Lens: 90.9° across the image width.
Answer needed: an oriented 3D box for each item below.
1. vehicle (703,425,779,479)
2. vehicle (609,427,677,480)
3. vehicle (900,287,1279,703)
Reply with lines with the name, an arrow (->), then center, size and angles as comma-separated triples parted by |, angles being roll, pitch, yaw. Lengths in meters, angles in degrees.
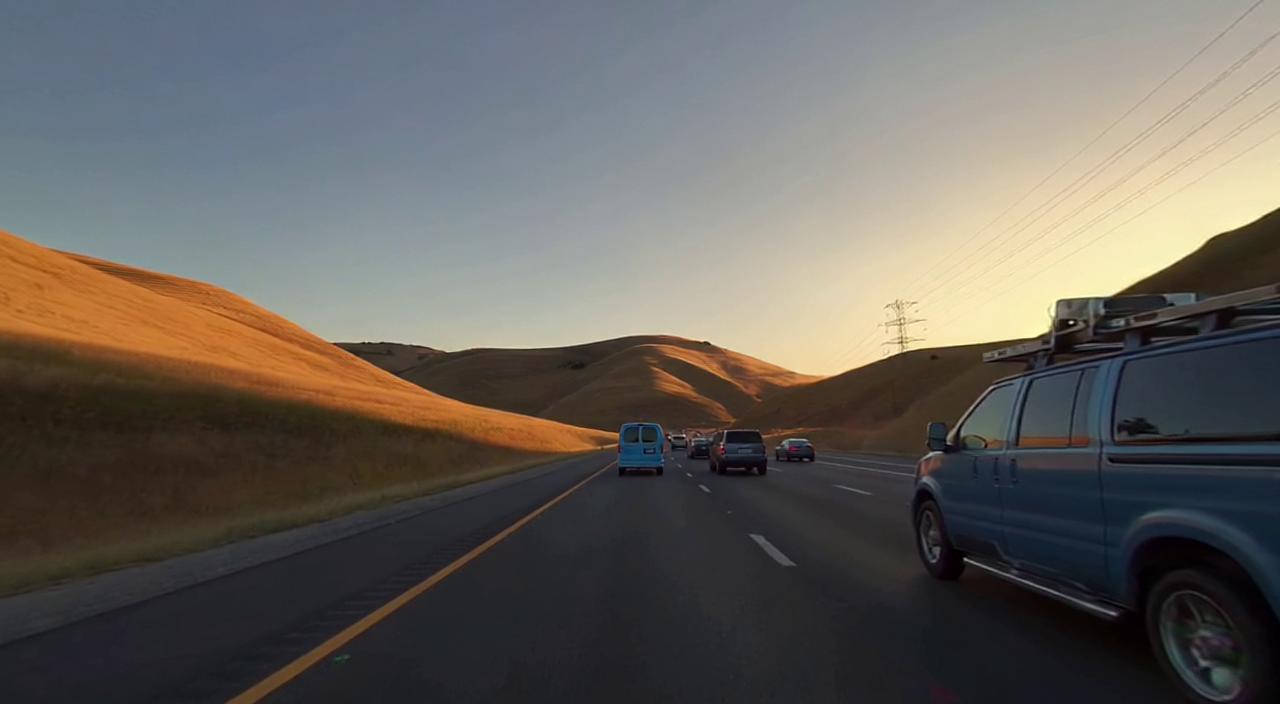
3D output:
vehicle -> 3.673, 3.735, 23.819 | 2.139, 1.821, 4.480 | 0, -8, 0
vehicle -> 0.123, 3.763, 23.559 | 2.268, 1.772, 4.523 | 0, -8, 1
vehicle -> 3.851, 0.798, 3.126 | 2.691, 1.901, 5.744 | 0, -8, 0
